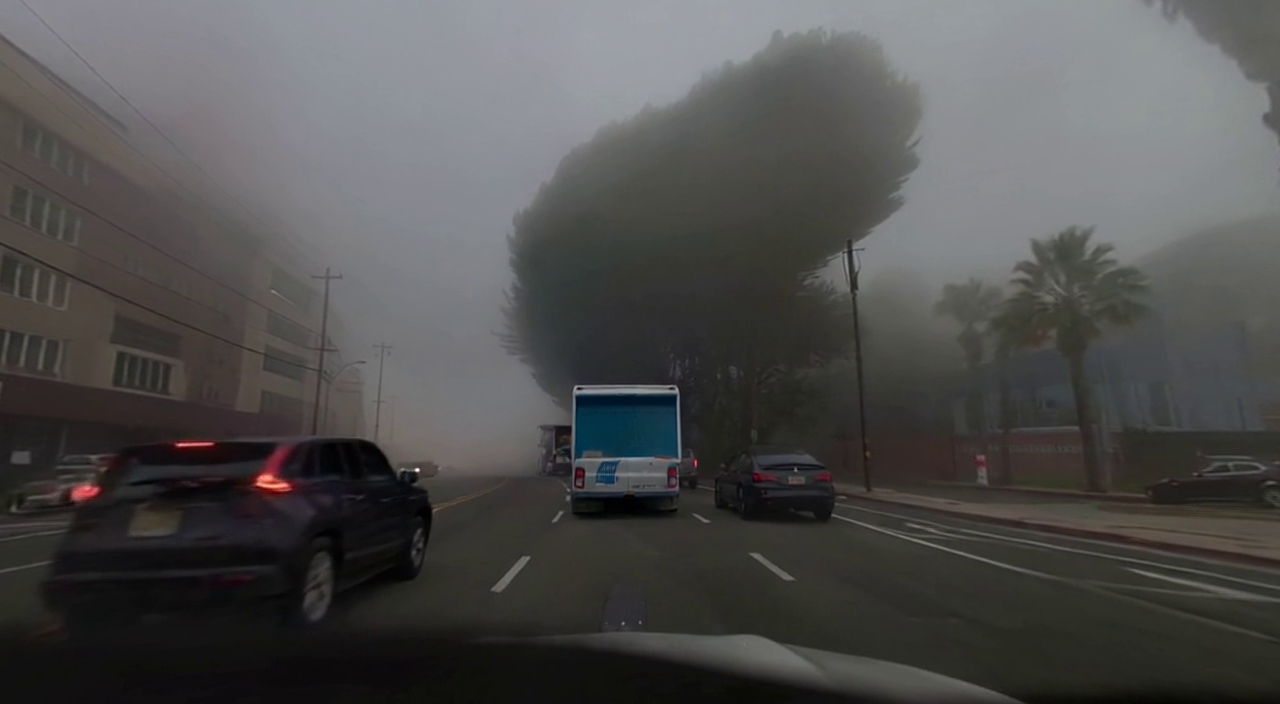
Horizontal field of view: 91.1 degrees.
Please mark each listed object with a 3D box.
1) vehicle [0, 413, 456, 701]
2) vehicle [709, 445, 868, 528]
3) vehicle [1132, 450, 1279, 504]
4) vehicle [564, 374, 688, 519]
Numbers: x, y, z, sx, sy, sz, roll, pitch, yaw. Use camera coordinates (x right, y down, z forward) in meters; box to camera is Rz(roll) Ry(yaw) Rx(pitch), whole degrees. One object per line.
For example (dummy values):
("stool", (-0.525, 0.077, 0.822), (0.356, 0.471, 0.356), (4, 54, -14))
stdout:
("vehicle", (-3.292, 1.452, 5.707), (2.033, 1.555, 4.408), (0, -9, -2))
("vehicle", (3.042, 2.844, 14.064), (1.978, 1.507, 4.636), (1, -9, -6))
("vehicle", (19.596, 4.078, 20.869), (1.942, 1.583, 4.579), (3, -9, -23))
("vehicle", (-0.603, 2.383, 15.946), (2.517, 2.926, 6.177), (1, -9, -6))
